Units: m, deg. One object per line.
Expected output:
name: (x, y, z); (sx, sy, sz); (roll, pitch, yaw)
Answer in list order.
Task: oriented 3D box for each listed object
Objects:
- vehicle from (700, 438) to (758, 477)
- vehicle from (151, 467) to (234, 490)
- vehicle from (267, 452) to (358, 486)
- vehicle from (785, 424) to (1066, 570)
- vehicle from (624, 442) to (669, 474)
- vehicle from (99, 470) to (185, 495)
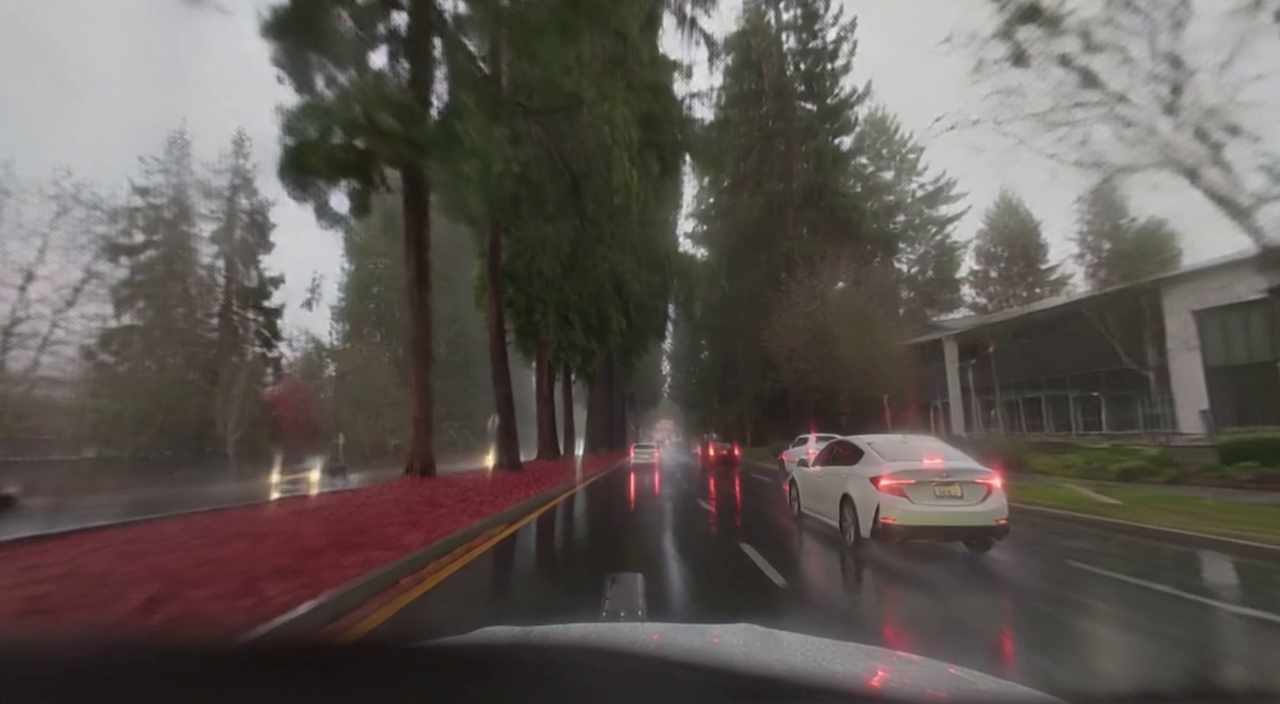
vehicle: (4.014, 4.855, 29.326); (2.074, 1.652, 4.340); (0, -9, 0)
vehicle: (-31.512, 8.898, 44.561); (4.432, 1.535, 1.866); (0, -9, 3)
vehicle: (-15.229, 5.449, 29.699); (1.843, 1.453, 4.425); (0, -9, 1)
vehicle: (3.516, 1.862, 8.838); (1.985, 1.529, 4.147); (0, -9, 0)
vehicle: (0.321, 5.179, 31.017); (2.082, 1.473, 4.028); (0, -9, 1)
vehicle: (-30.945, 8.110, 39.322); (3.757, 1.391, 2.001); (-2, -9, 3)
